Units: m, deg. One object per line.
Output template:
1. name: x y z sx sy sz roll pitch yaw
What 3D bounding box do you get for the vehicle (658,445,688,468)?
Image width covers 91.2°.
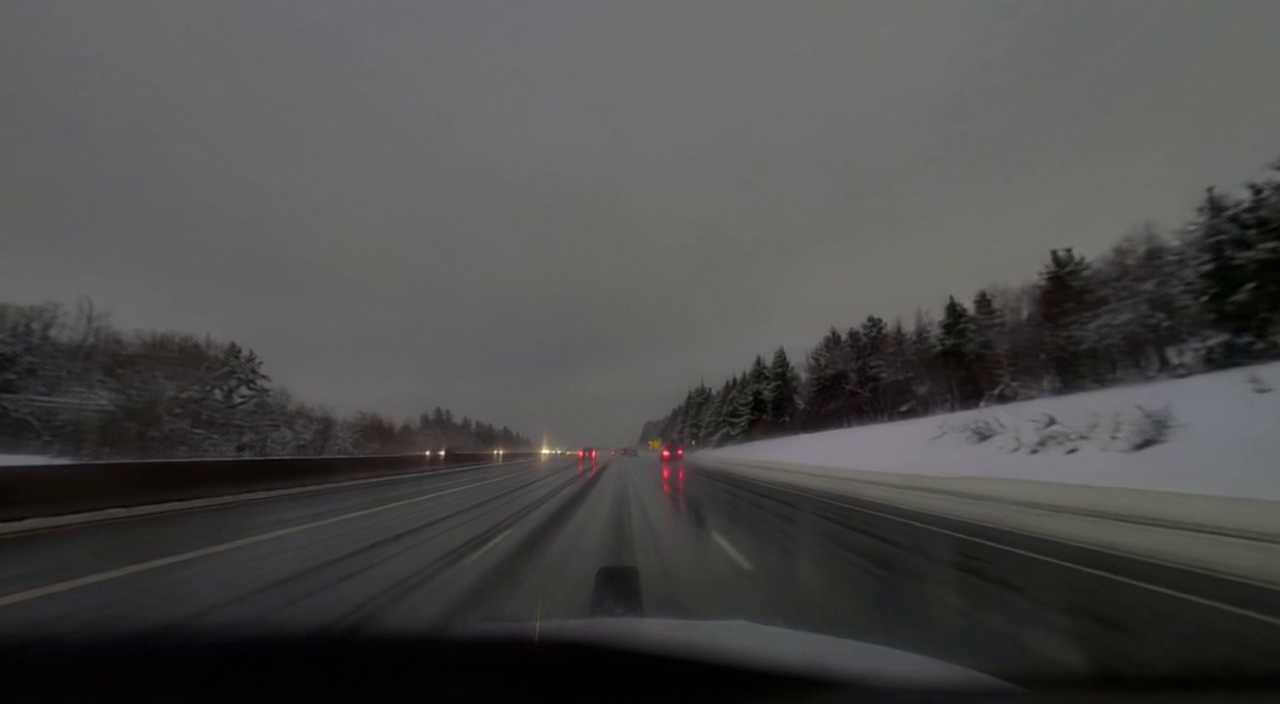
1. vehicle: 2.283 7.422 44.513 1.895 1.555 4.030 0 -9 0
